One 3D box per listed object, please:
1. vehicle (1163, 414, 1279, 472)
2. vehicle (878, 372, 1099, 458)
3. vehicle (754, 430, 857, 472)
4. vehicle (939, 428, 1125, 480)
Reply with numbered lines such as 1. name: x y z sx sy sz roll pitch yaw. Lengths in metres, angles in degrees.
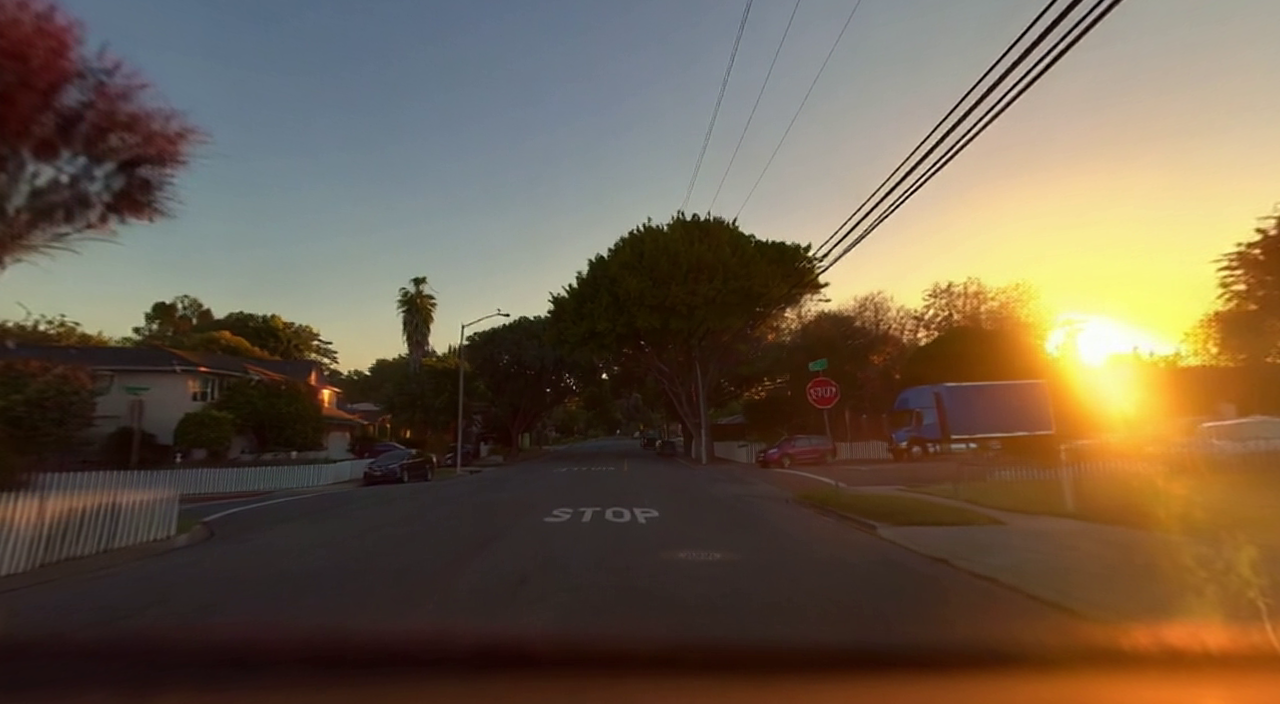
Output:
1. vehicle: 19.263 2.867 19.765 3.982 1.661 2.106 2 -9 -5
2. vehicle: 14.942 2.798 27.609 7.759 3.523 2.930 0 -9 0
3. vehicle: 7.133 4.326 27.644 3.867 1.710 2.107 0 -9 -1
4. vehicle: 12.011 3.132 19.566 4.488 1.507 1.954 0 -8 -3
